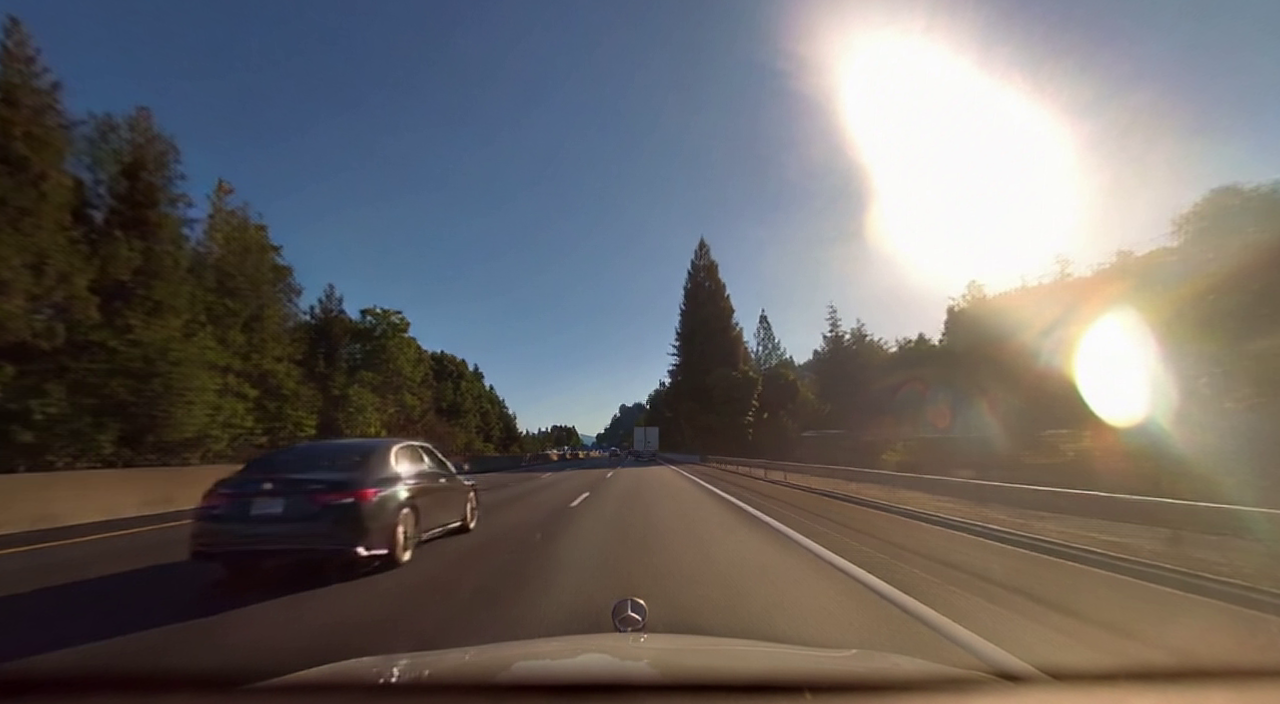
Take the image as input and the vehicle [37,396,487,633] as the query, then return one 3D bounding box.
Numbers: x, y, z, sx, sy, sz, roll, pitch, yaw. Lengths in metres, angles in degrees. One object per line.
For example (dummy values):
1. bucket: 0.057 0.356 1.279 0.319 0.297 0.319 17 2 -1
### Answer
1. vehicle: -3.277 1.522 6.900 2.017 1.680 4.636 0 -9 0
